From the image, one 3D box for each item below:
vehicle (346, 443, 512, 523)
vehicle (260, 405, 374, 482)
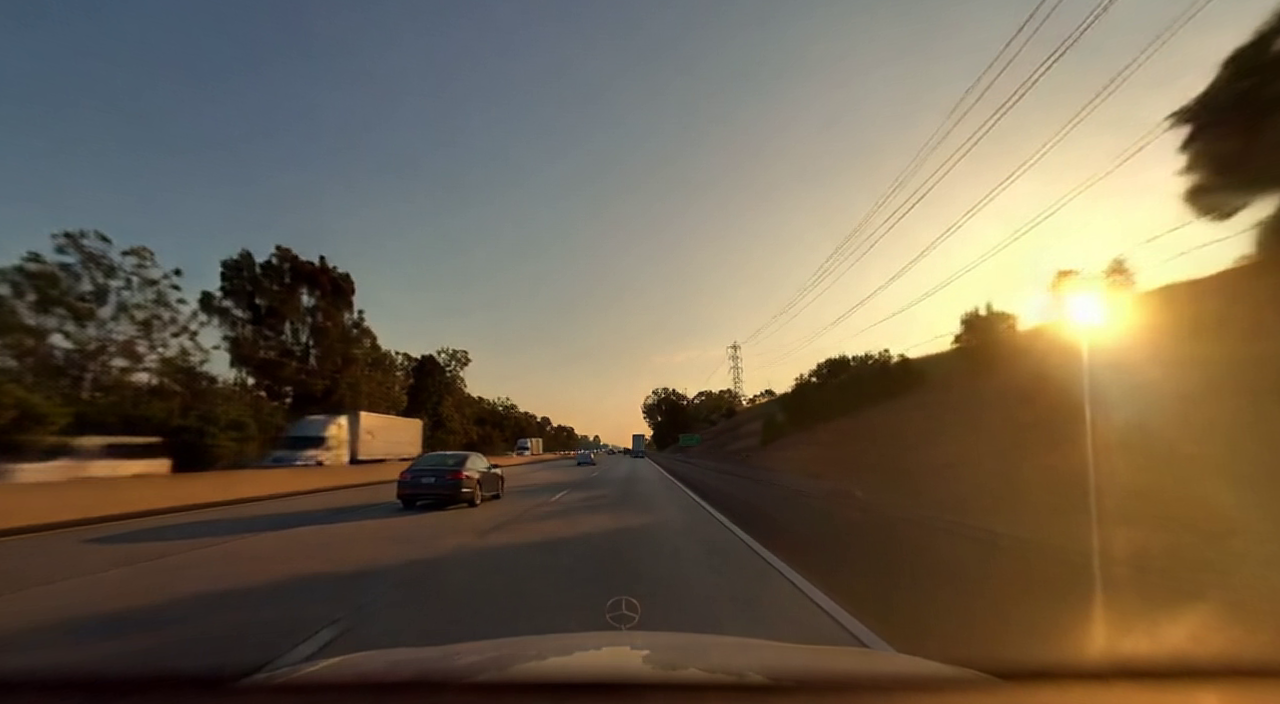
[{"bbox_3d":[-4.350,2.774,13.916,2.106,1.445,4.404,0,-9,0],"label":"vehicle"},{"bbox_3d":[-17.968,5.220,35.728,2.954,3.922,6.403,0,-9,0],"label":"vehicle"}]
